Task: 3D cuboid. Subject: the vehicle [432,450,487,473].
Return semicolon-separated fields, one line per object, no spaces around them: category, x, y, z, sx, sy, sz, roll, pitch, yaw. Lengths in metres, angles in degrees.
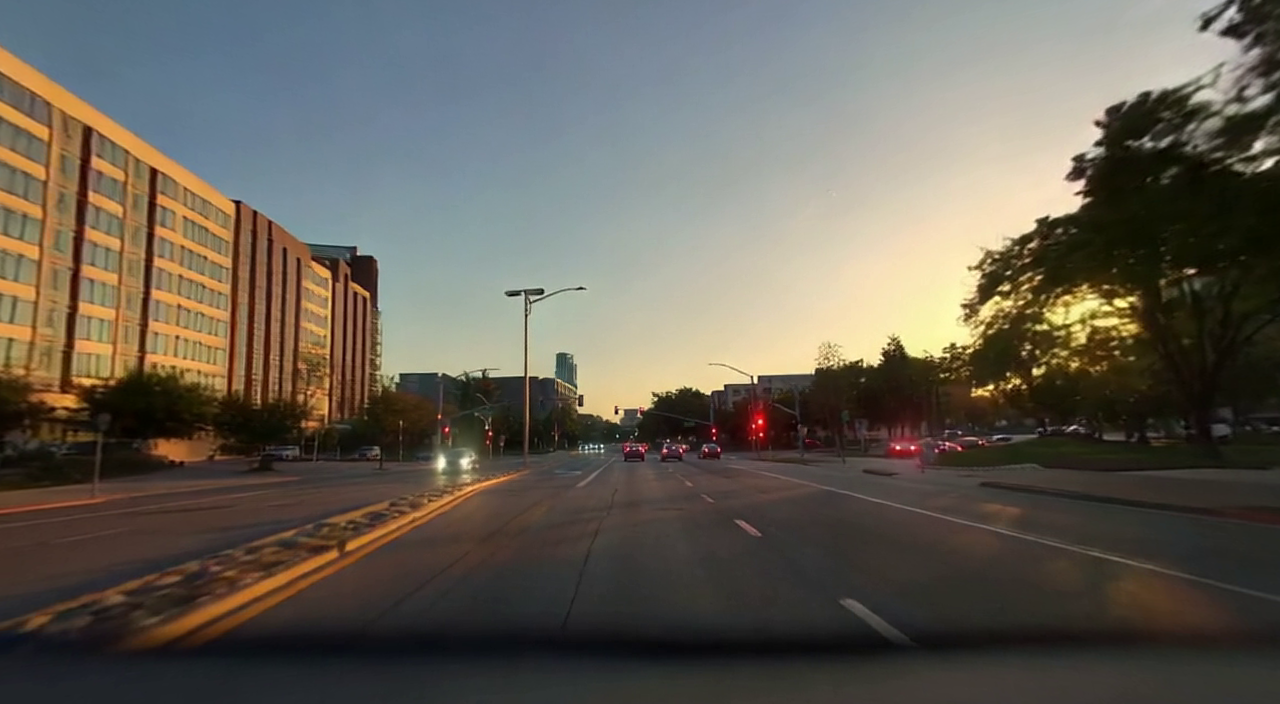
vehicle;-12.021;7.313;42.459;2.247;1.475;4.593;-1;-9;1
